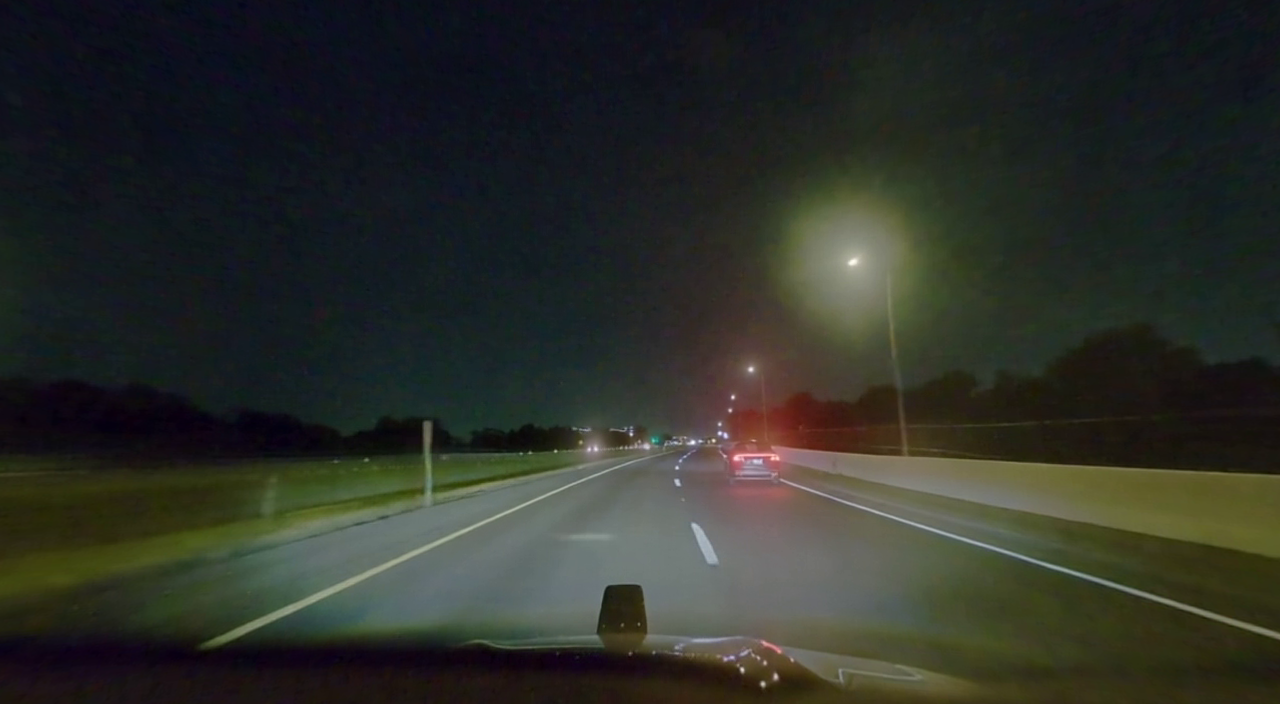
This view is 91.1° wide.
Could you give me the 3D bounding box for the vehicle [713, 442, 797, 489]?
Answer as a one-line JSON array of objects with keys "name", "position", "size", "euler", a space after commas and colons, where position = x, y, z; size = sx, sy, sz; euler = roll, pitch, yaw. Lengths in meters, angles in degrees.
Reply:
[{"name": "vehicle", "position": [3.766, 3.775, 21.315], "size": [2.124, 1.405, 4.398], "euler": [0, -8, 2]}]
